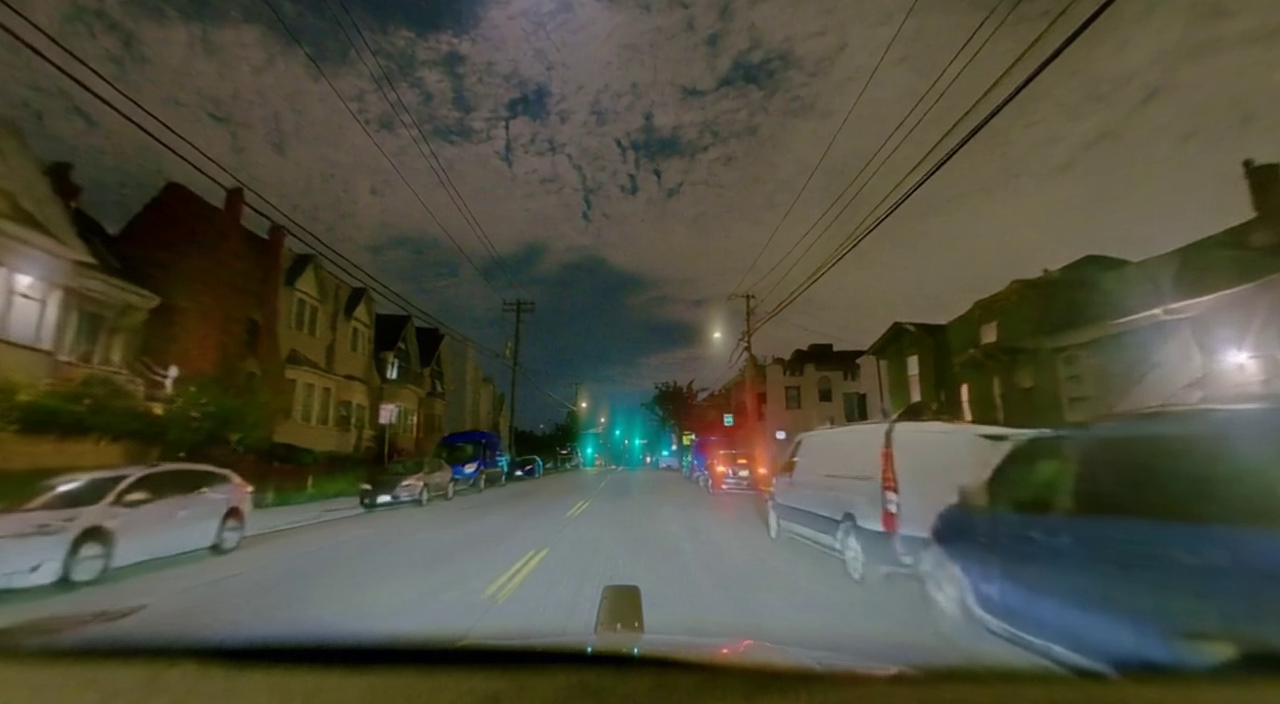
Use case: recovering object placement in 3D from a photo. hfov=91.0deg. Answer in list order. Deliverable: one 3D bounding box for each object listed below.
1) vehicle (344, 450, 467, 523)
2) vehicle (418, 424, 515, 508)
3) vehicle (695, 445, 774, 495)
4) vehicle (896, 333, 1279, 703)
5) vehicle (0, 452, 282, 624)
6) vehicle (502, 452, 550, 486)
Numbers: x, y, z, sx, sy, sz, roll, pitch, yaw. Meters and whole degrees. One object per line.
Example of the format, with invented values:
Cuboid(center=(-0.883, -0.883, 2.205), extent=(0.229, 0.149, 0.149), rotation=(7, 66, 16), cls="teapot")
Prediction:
Cuboid(center=(-6.950, 3.974, 19.212), extent=(2.027, 1.563, 4.594), rotation=(-2, -5, 0), cls="vehicle")
Cuboid(center=(-7.018, 4.566, 26.280), extent=(2.508, 2.712, 5.809), rotation=(-1, -3, 0), cls="vehicle")
Cuboid(center=(2.992, 3.839, 20.902), extent=(1.796, 1.449, 4.373), rotation=(0, -9, -2), cls="vehicle")
Cuboid(center=(3.215, 0.951, 2.980), extent=(2.013, 1.775, 4.570), rotation=(0, -8, -1), cls="vehicle")
Cuboid(center=(-6.853, 2.121, 8.096), extent=(1.874, 1.569, 4.318), rotation=(1, -10, 1), cls="vehicle")
Cuboid(center=(-6.997, 7.169, 39.007), extent=(2.057, 1.632, 4.730), rotation=(0, -5, 0), cls="vehicle")
